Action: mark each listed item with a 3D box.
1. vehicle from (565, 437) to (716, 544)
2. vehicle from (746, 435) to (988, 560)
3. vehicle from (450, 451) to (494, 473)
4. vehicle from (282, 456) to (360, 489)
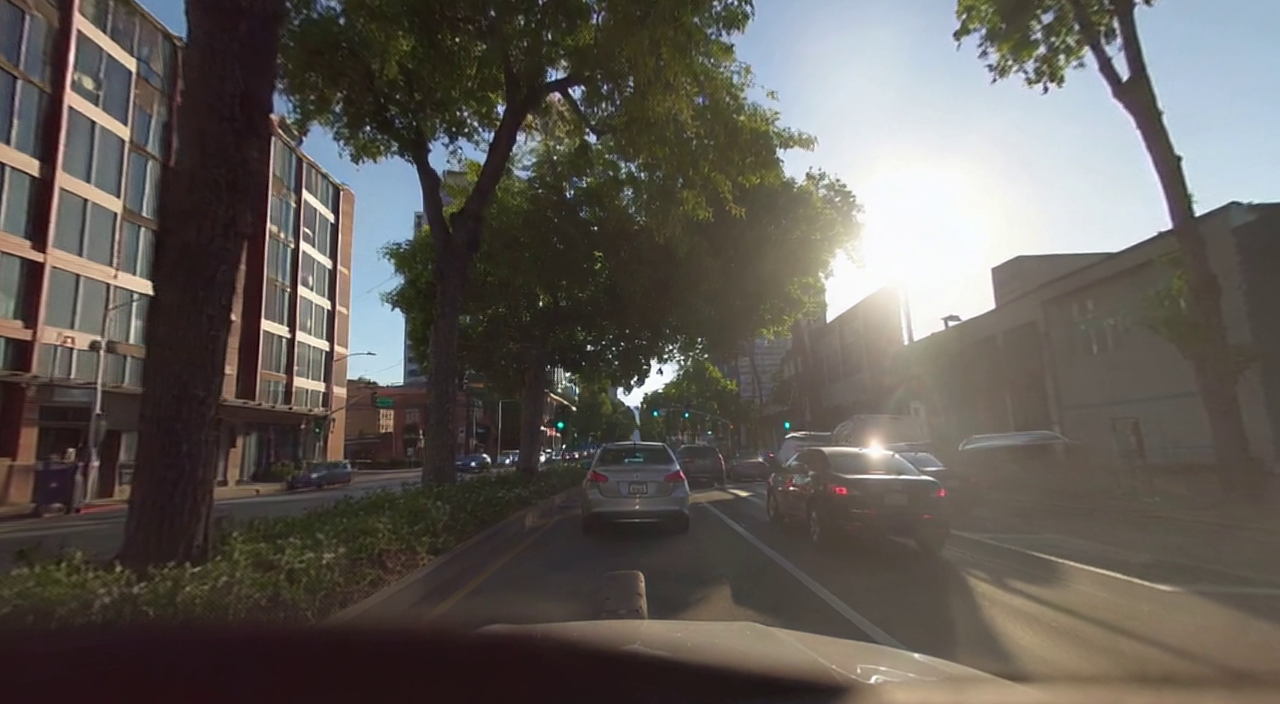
[{"bbox_3d":[-0.040,2.254,10.983,2.105,1.474,4.127,0,-8,-1],"label":"vehicle"},{"bbox_3d":[3.129,2.090,9.943,1.995,1.483,4.533,0,-8,-2],"label":"vehicle"},{"bbox_3d":[-12.551,8.264,47.604,2.020,1.533,4.620,0,-8,0],"label":"vehicle"},{"bbox_3d":[-16.543,6.241,33.034,1.864,1.489,4.346,0,-8,0],"label":"vehicle"}]
